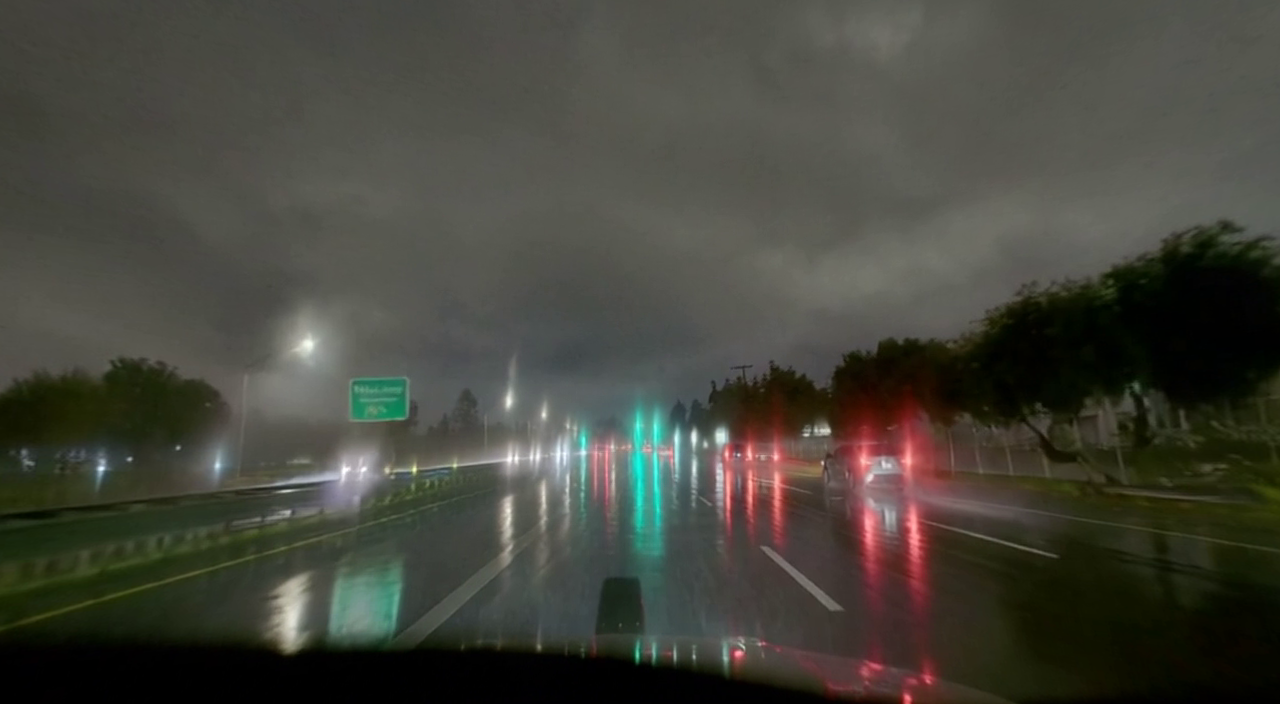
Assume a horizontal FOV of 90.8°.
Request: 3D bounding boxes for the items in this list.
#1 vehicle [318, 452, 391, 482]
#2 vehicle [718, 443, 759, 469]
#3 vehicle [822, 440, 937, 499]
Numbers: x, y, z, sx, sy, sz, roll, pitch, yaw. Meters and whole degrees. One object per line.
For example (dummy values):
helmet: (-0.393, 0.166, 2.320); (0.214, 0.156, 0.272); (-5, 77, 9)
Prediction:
vehicle: (-18.826, 7.578, 41.970); (2.146, 1.797, 5.570); (0, -8, 1)
vehicle: (6.632, 7.036, 42.989); (1.987, 1.597, 4.463); (0, -8, -1)
vehicle: (6.771, 3.331, 18.309); (1.838, 1.518, 3.713); (0, -8, 0)
